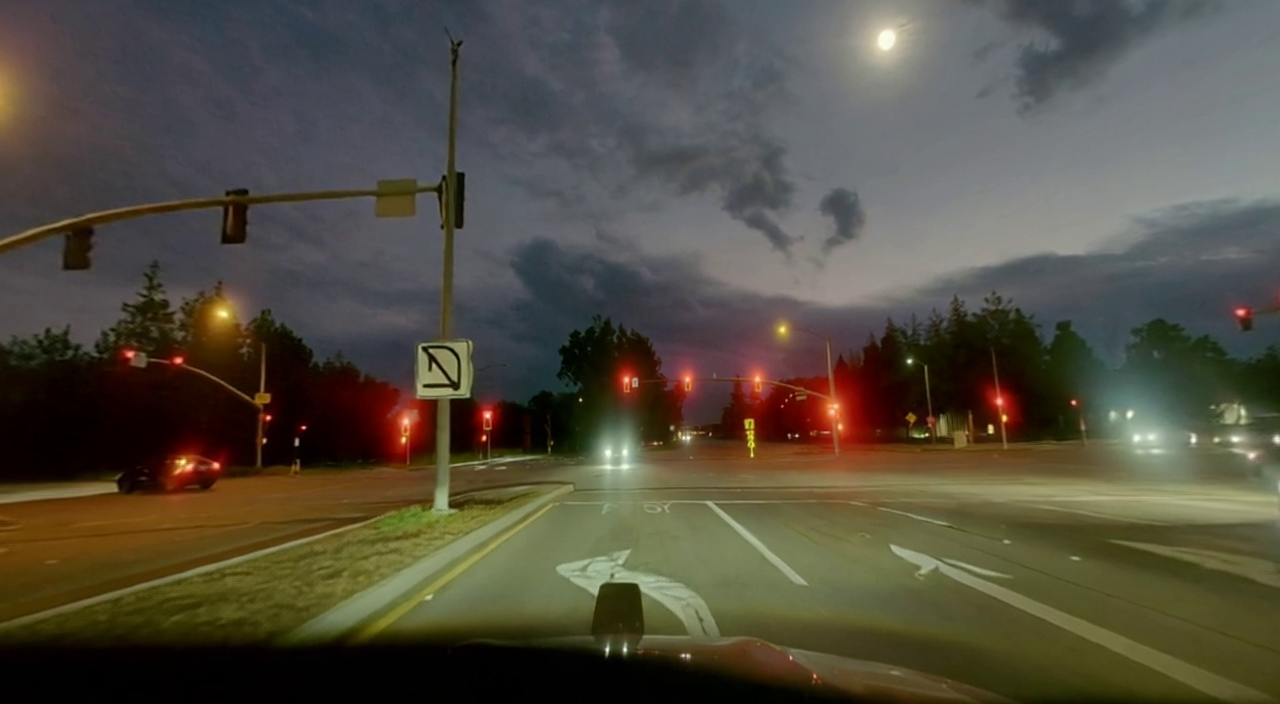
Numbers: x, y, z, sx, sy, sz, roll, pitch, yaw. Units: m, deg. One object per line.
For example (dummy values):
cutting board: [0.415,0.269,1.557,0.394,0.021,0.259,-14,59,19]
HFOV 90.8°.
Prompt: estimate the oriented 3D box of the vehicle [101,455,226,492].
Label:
vehicle: [-24.374,6.192,32.452,4.706,1.734,2.253,-1,-8,6]

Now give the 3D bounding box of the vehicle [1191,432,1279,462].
vehicle: [32.430,5.038,33.509,4.636,1.527,2.476,2,-9,-14]
